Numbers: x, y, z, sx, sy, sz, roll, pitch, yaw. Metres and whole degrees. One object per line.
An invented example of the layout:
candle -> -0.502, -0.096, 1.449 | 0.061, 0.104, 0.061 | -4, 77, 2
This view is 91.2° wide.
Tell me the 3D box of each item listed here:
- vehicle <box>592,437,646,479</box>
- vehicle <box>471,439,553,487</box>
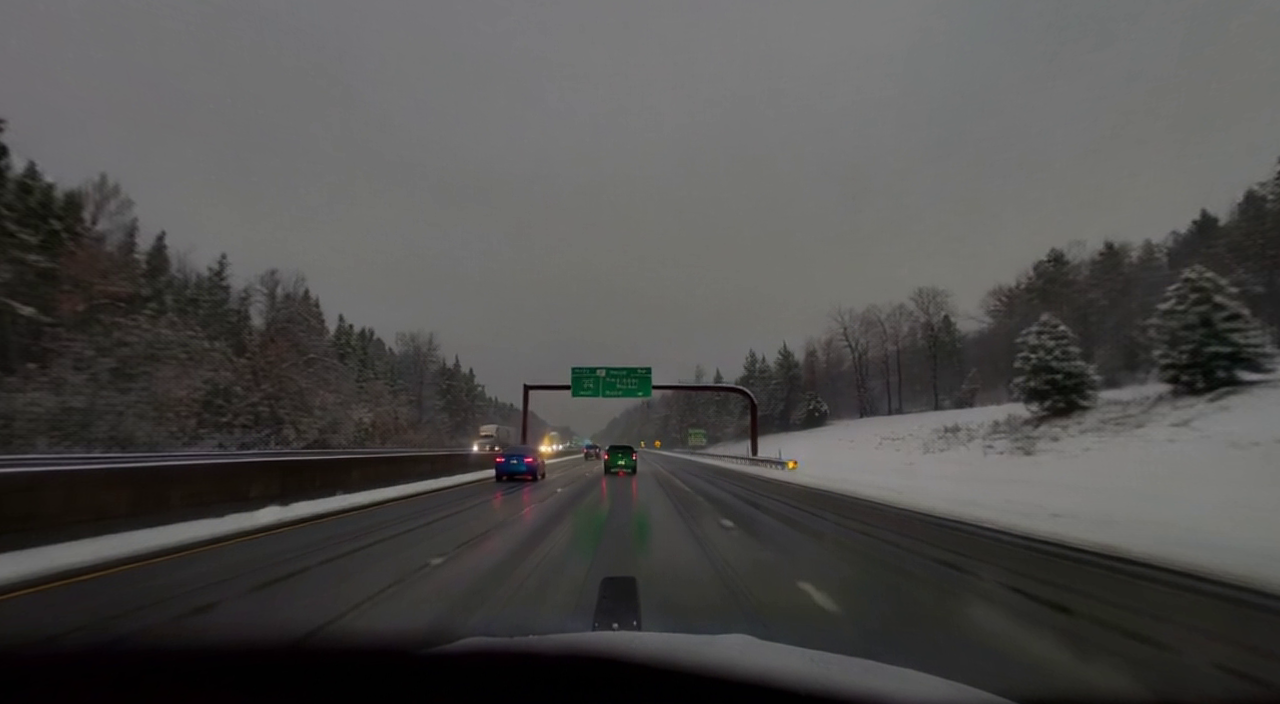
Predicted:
vehicle -> -0.902, 4.670, 27.789 | 2.220, 1.711, 4.056 | 0, -9, -1
vehicle -> -4.722, 4.174, 23.841 | 2.103, 1.588, 4.709 | -1, -9, 0
